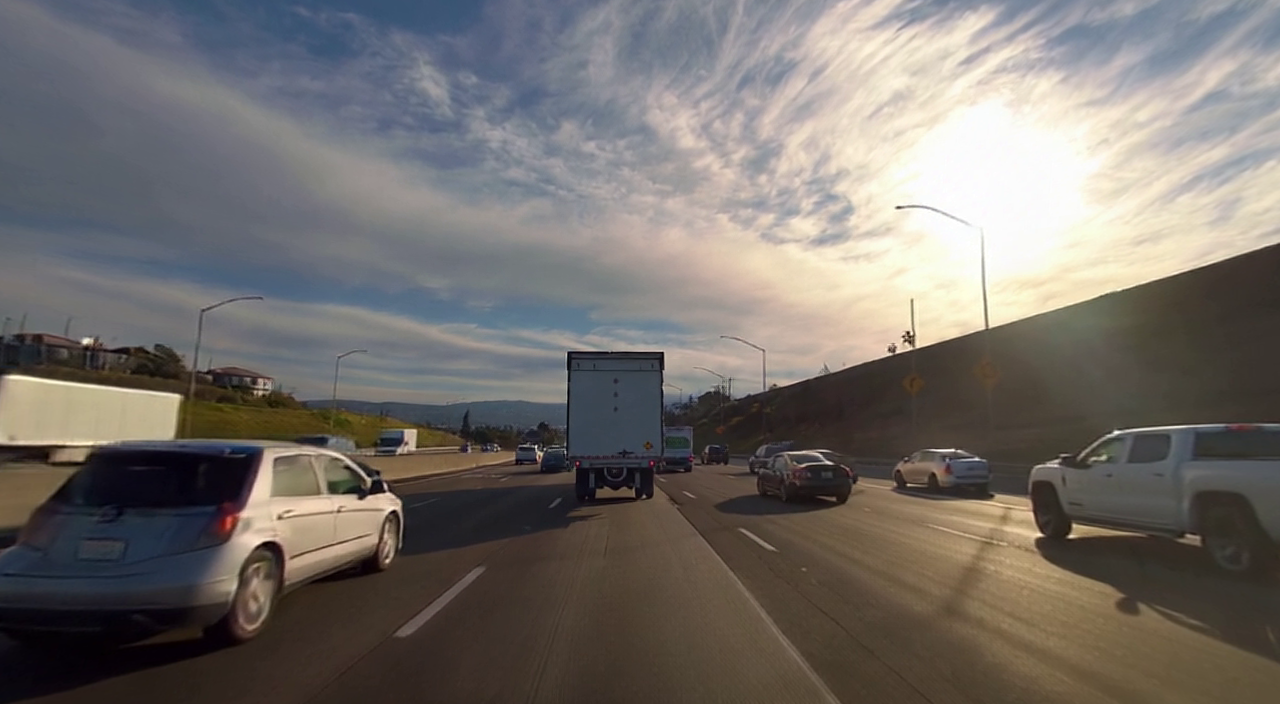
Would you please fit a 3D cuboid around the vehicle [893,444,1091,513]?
[{"bbox_3d":[8.624,3.114,16.189,2.002,1.472,4.950,0,-9,-3],"label":"vehicle"}]

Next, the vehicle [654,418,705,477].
[{"bbox_3d":[2.465,6.360,42.218,2.669,3.491,8.645,0,-9,-1],"label":"vehicle"}]

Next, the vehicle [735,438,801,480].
[{"bbox_3d":[6.188,5.232,31.062,2.070,1.888,4.546,0,-9,-3],"label":"vehicle"}]

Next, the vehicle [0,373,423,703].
[{"bbox_3d":[-3.344,1.220,4.849,1.946,1.641,4.105,0,-9,-1],"label":"vehicle"}]

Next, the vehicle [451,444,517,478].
[{"bbox_3d":[-7.345,5.170,30.248,1.973,1.471,4.779,0,-9,-1],"label":"vehicle"}]

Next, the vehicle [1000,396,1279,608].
[{"bbox_3d":[6.345,1.436,6.555,2.188,1.731,5.031,0,-9,-1],"label":"vehicle"}]

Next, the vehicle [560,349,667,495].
[{"bbox_3d":[-0.743,2.723,22.866,2.906,4.040,10.743,0,-9,0],"label":"vehicle"}]

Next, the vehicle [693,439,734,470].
[{"bbox_3d":[5.458,7.674,47.455,2.297,2.116,5.052,0,-9,-2],"label":"vehicle"}]
